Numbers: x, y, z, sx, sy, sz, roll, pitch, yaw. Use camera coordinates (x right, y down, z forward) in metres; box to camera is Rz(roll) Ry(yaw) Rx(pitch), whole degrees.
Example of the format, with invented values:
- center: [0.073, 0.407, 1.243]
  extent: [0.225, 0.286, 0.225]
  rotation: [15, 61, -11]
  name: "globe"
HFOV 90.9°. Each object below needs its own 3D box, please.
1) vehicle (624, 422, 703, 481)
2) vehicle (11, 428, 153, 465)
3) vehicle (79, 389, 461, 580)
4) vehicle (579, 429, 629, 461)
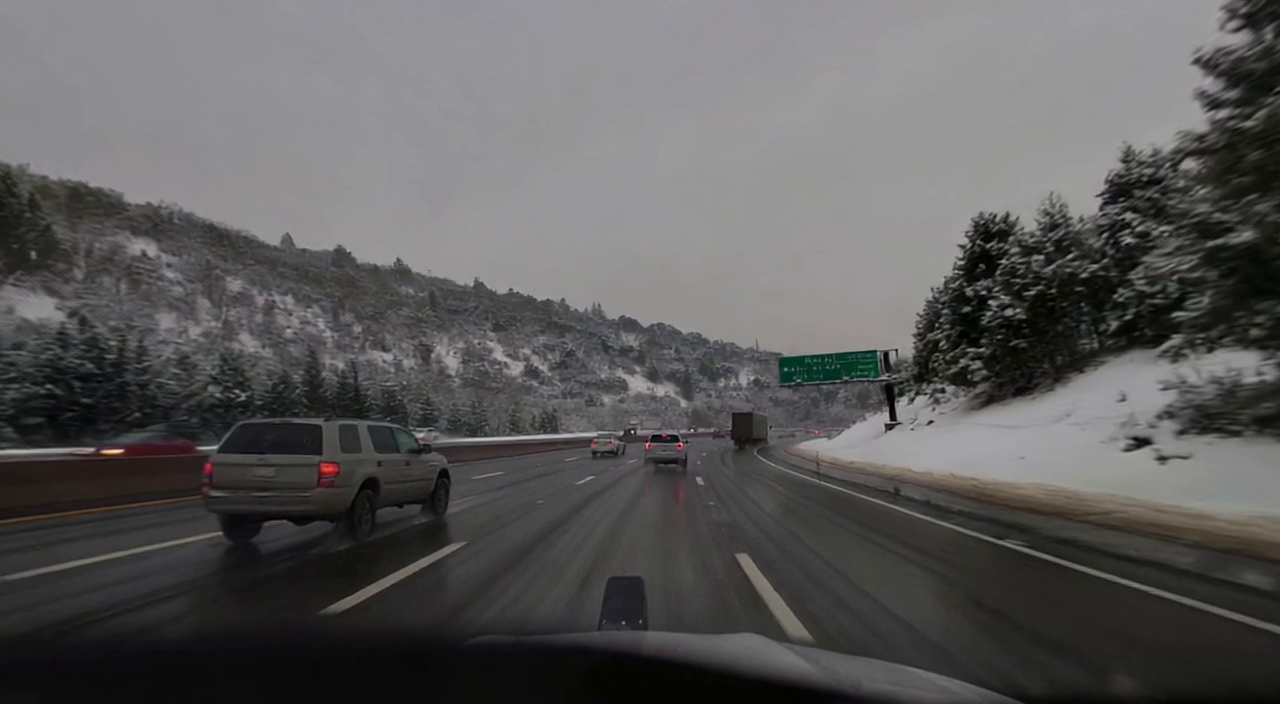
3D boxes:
- center: [0.861, 3.458, 22.107]
  extent: [2.484, 1.820, 4.497]
  rotation: [-1, -8, 3]
  name: "vehicle"
- center: [-24.560, 4.185, 28.040]
  extent: [2.032, 1.461, 4.512]
  rotation: [-1, -8, 3]
  name: "vehicle"
- center: [-3.992, 1.517, 7.982]
  extent: [2.077, 1.712, 4.406]
  rotation: [0, -8, 1]
  name: "vehicle"
- center: [-1.974, 5.341, 36.146]
  extent: [2.194, 1.702, 4.305]
  rotation: [-1, -8, 6]
  name: "vehicle"
